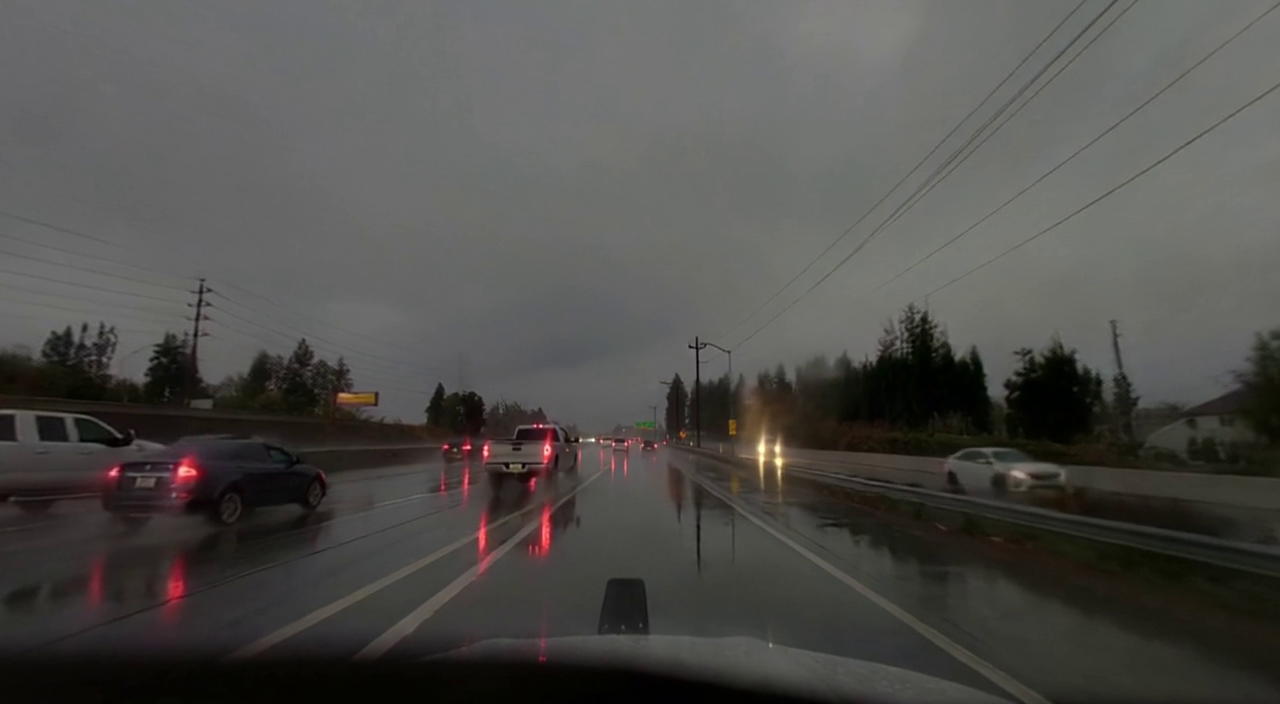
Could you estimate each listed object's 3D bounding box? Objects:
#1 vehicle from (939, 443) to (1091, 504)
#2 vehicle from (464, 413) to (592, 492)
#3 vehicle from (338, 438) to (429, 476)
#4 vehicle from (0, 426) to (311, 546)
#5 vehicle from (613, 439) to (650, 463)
[{"bbox_3d":[11.672,3.762,20.022,2.048,1.720,4.524,0,-8,0],"label":"vehicle"},{"bbox_3d":[-3.227,3.145,19.981,2.815,2.092,6.526,0,-8,1],"label":"vehicle"},{"bbox_3d":[-10.888,4.483,27.070,1.884,1.453,4.579,0,-8,2],"label":"vehicle"},{"bbox_3d":[-7.563,2.006,10.141,1.964,1.481,4.425,0,-8,2],"label":"vehicle"},{"bbox_3d":[-0.491,6.508,41.371,2.013,1.444,4.447,-1,-8,5],"label":"vehicle"}]
